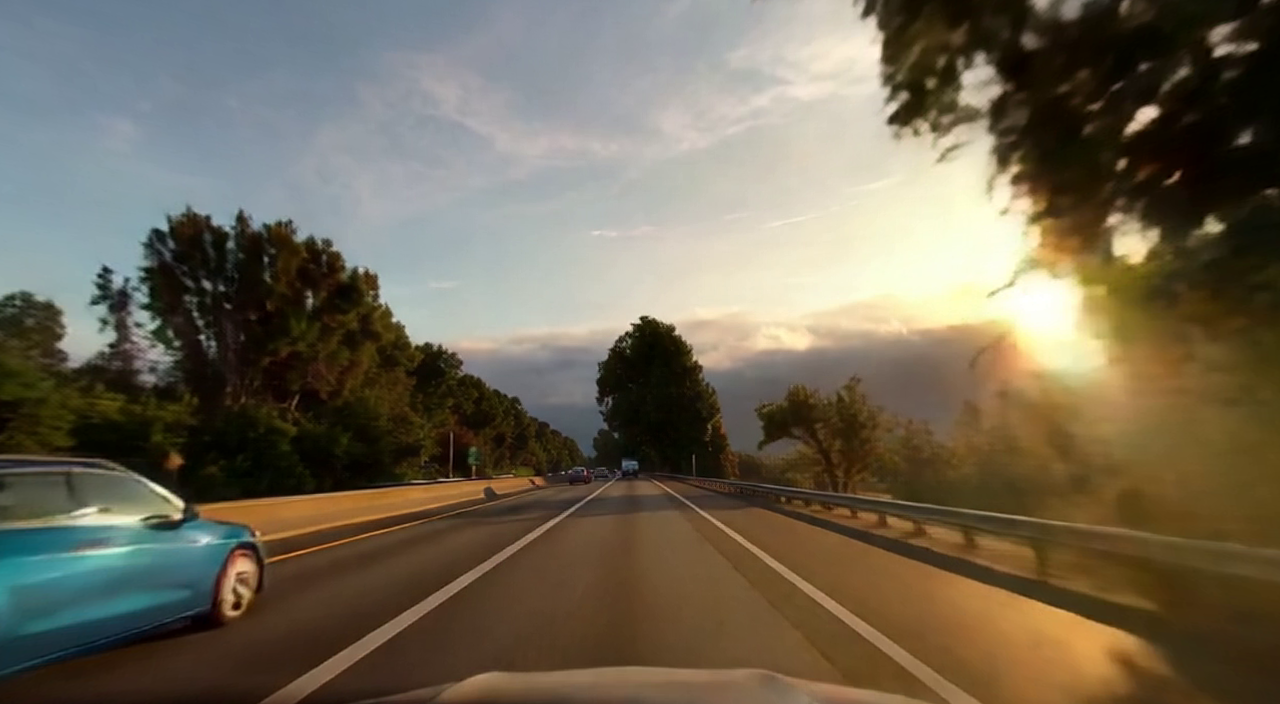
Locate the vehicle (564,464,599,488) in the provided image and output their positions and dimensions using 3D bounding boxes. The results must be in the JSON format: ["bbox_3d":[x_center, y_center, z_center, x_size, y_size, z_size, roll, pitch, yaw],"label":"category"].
[{"bbox_3d":[-4.100,8.790,44.884,2.068,1.592,4.479,1,-10,0],"label":"vehicle"}]

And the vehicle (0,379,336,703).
[{"bbox_3d":[-3.869,1.063,3.335,2.123,1.666,4.709,1,-10,0],"label":"vehicle"}]
